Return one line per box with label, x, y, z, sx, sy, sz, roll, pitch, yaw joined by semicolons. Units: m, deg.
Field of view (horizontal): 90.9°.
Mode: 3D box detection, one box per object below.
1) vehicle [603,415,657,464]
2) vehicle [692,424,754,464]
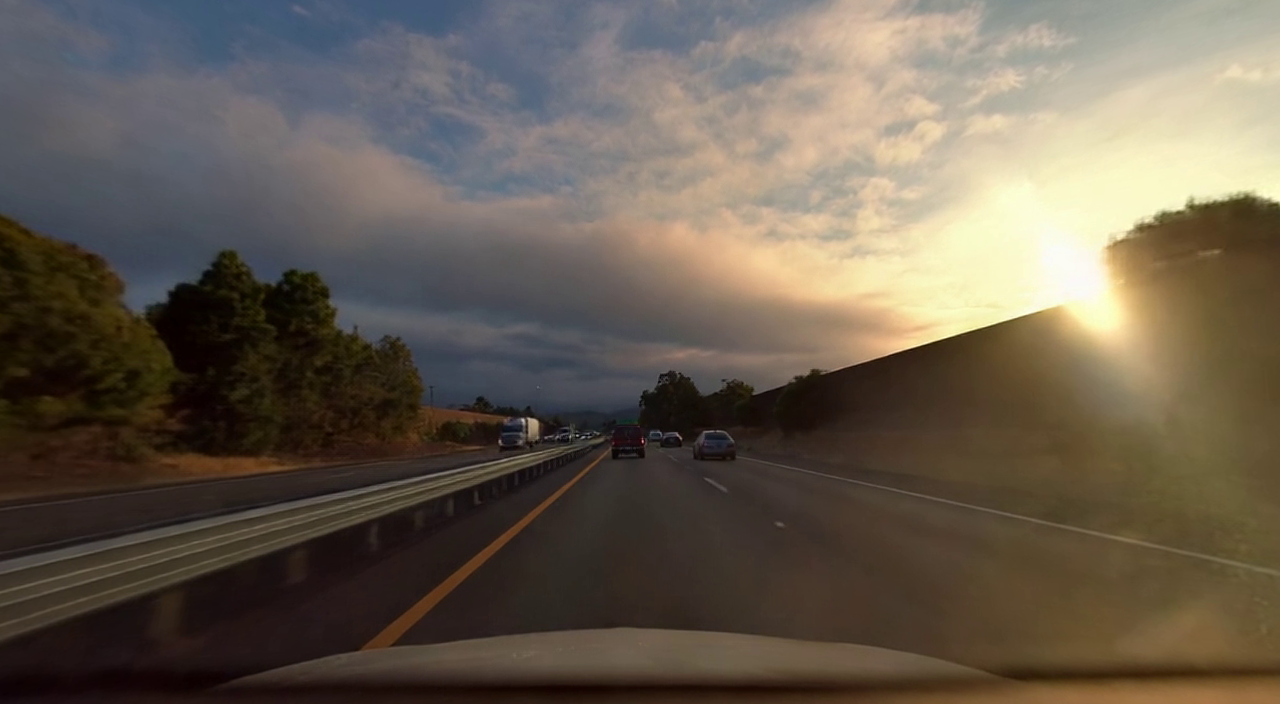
vehicle;-0.497;4.014;28.929;2.270;2.044;4.633;0;-8;-2
vehicle;3.505;3.966;27.324;1.981;1.606;3.956;0;-8;-2
